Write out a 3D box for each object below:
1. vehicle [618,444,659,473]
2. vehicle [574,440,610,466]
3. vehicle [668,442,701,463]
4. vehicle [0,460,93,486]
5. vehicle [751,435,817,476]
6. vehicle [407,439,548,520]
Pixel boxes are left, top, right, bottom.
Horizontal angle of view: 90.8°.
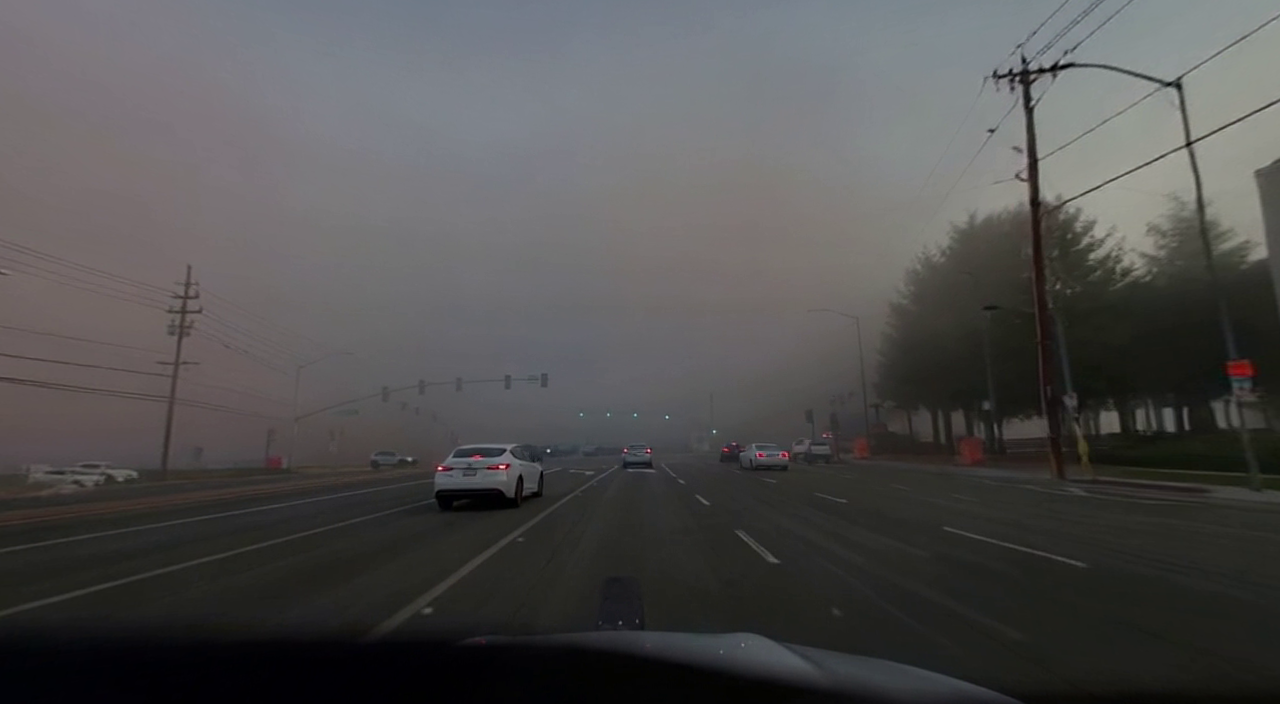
[{"bbox_3d":[-0.043,5.761,34.375,2.098,1.431,3.958,0,-8,1],"label":"vehicle"},{"bbox_3d":[-3.277,7.044,44.075,2.033,1.714,4.278,0,-8,1],"label":"vehicle"},{"bbox_3d":[3.260,7.454,47.035,1.987,1.515,4.521,0,-8,-1],"label":"vehicle"},{"bbox_3d":[-40.171,8.171,42.730,4.488,1.463,1.905,-2,-8,-4],"label":"vehicle"},{"bbox_3d":[6.568,4.745,29.214,1.945,1.706,4.190,0,-8,-2],"label":"vehicle"},{"bbox_3d":[-3.289,2.653,13.733,1.837,1.463,4.311,0,-8,1],"label":"vehicle"}]
